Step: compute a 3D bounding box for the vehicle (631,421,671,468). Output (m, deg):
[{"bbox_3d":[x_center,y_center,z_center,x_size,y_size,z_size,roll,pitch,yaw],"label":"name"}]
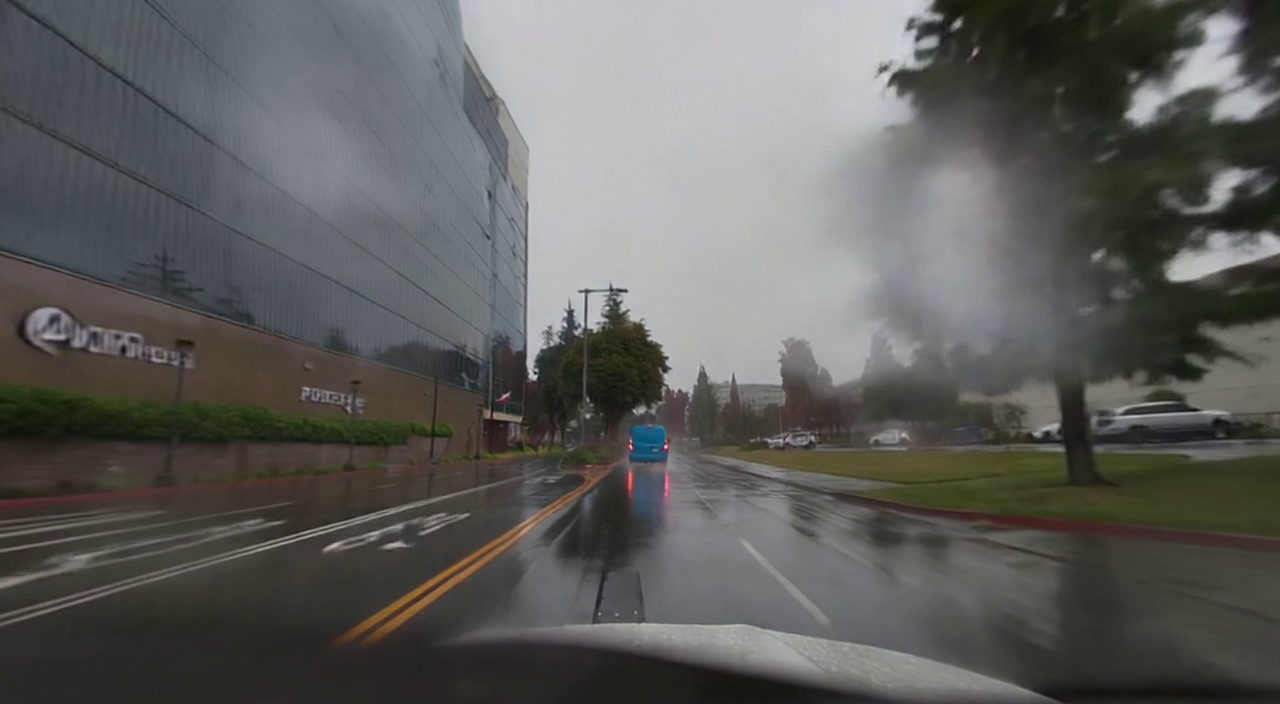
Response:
[{"bbox_3d":[0.662,5.945,40.586,2.435,2.816,5.232,0,-8,0],"label":"vehicle"}]
